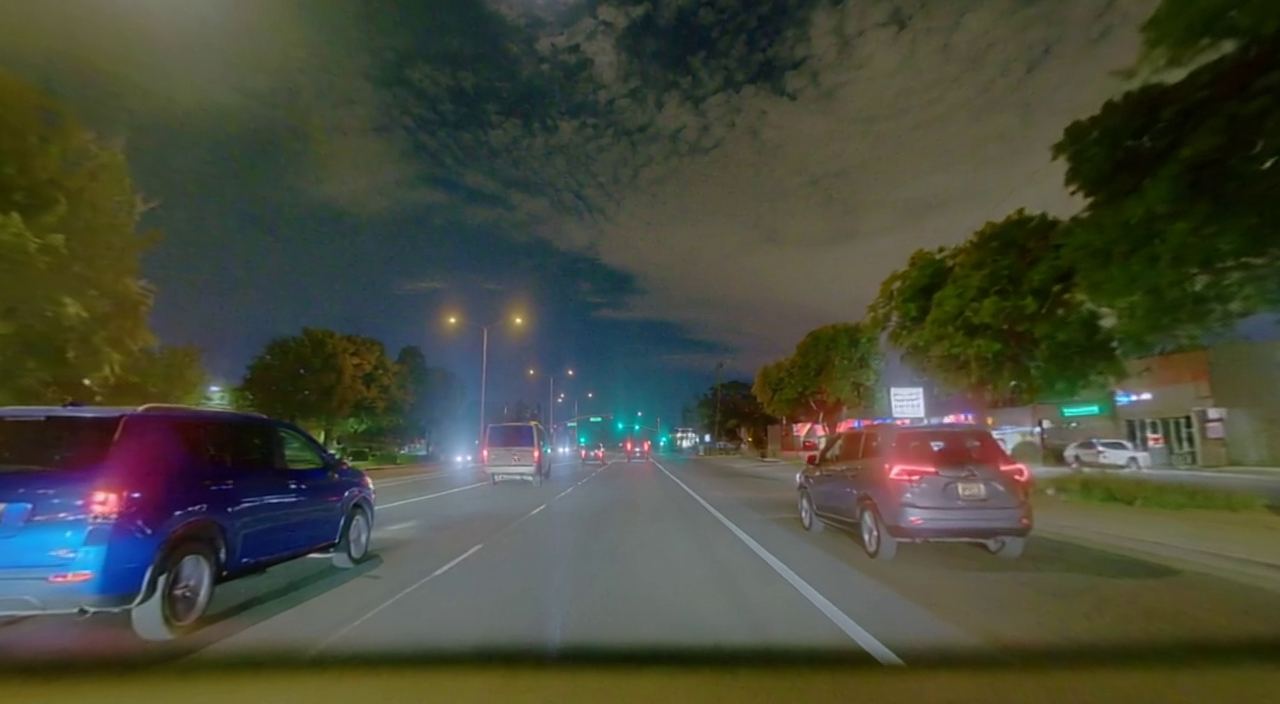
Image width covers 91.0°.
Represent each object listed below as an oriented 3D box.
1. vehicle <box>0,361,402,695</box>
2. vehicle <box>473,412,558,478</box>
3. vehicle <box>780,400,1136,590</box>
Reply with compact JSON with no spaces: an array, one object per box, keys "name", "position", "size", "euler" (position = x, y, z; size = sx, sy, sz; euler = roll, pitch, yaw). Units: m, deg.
[{"name":"vehicle","position":[-3.968,1.234,5.528],"size":[2.038,1.748,4.303],"euler":[0,-9,0]},{"name":"vehicle","position":[-5.382,4.201,28.360],"size":[2.863,2.592,6.410],"euler":[1,-9,-3]},{"name":"vehicle","position":[3.581,1.723,8.481],"size":[2.167,1.792,4.835],"euler":[0,-9,-1]}]
